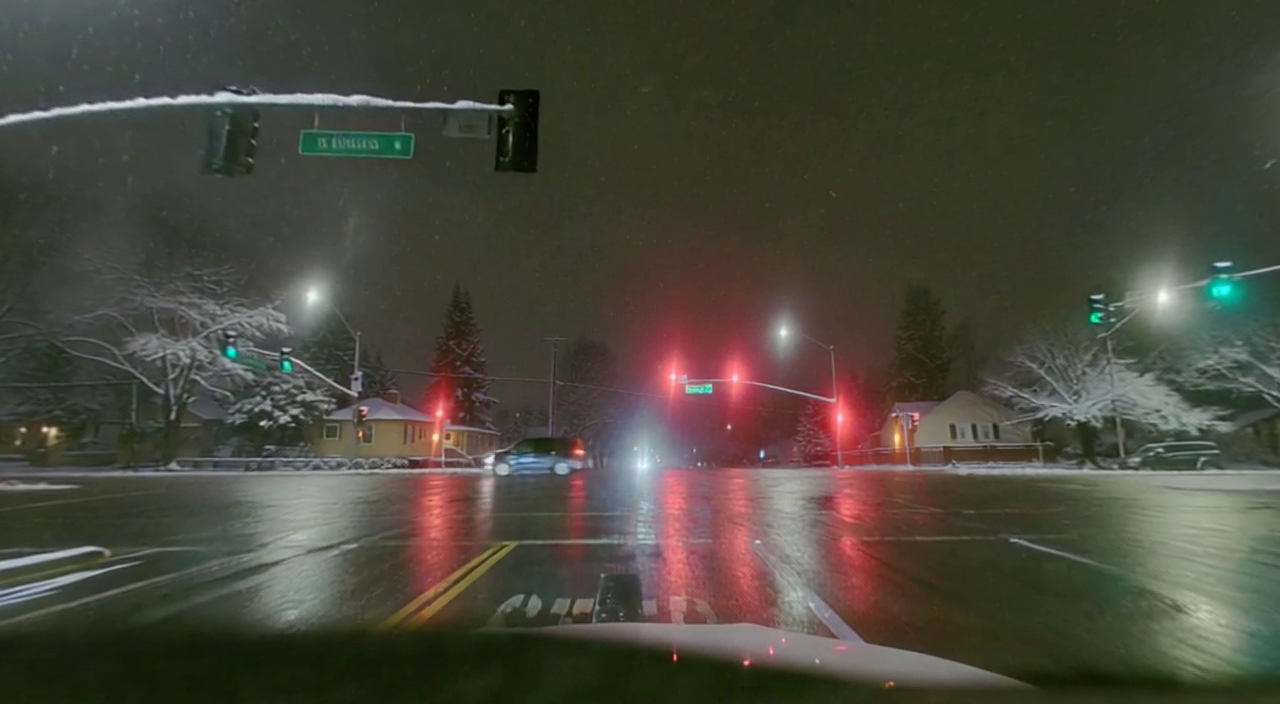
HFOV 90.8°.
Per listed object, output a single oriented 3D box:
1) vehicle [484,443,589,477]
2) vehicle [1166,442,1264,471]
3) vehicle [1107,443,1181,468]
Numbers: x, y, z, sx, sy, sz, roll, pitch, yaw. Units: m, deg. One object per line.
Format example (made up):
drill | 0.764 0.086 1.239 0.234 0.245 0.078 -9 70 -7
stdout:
vehicle | -4.762 5.039 29.516 4.560 1.463 1.858 -1 -9 2
vehicle | 38.287 6.951 42.213 1.915 1.773 4.499 1 -9 -8
vehicle | 37.572 7.708 47.215 1.853 1.723 4.460 0 -9 1
